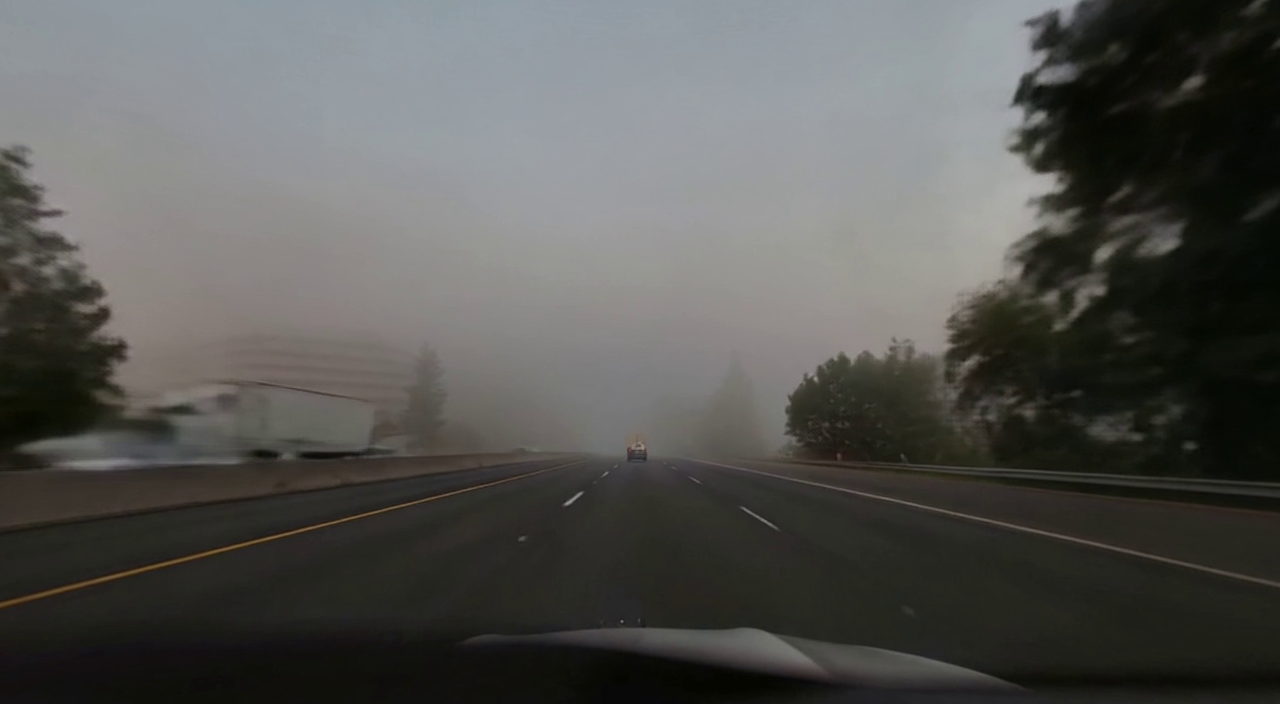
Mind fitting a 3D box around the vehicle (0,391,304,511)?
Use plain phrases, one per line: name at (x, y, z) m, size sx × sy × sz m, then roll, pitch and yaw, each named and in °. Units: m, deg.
vehicle at (-11.386, 2.408, 15.504) m, size 2.400 × 2.294 × 6.797 m, roll 0°, pitch -9°, yaw 1°
